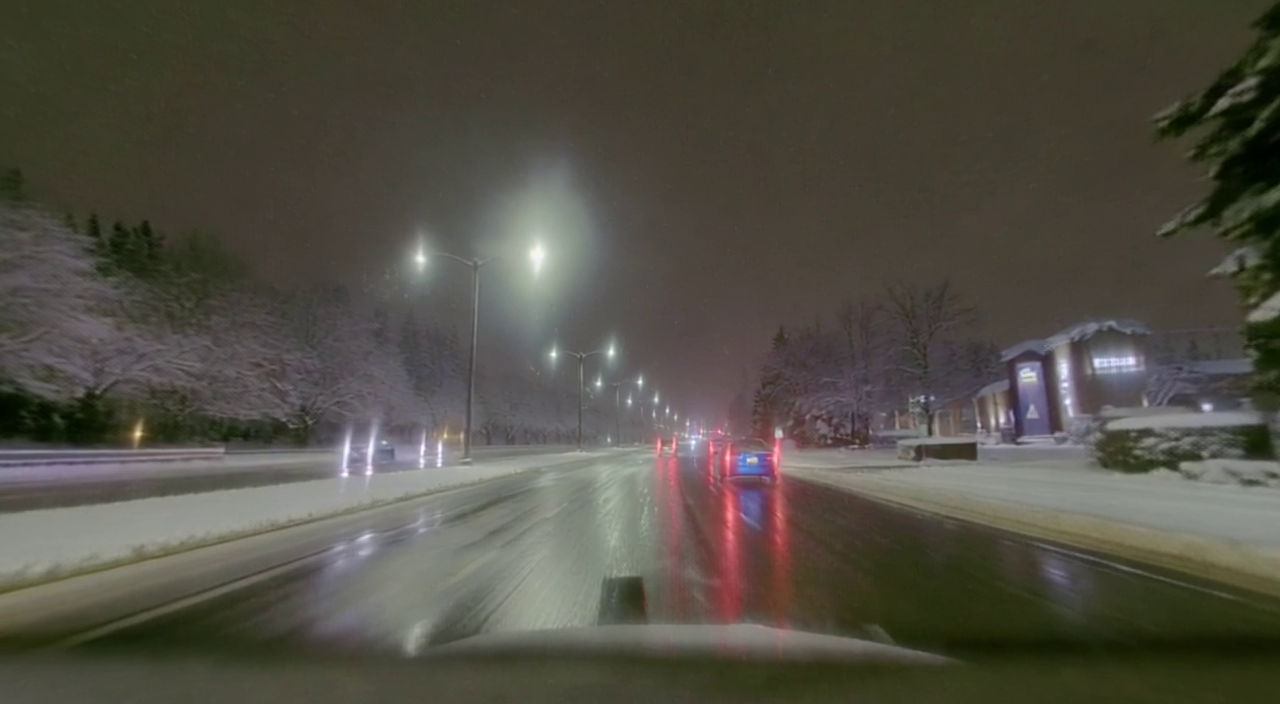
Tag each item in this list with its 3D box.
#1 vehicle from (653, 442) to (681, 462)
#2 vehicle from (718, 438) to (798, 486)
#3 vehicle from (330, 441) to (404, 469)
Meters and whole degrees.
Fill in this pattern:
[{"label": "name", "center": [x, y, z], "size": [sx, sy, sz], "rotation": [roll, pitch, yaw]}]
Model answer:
[{"label": "vehicle", "center": [2.166, 7.902, 49.835], "size": [2.059, 1.477, 3.988], "rotation": [-1, -8, 5]}, {"label": "vehicle", "center": [4.025, 3.816, 22.291], "size": [1.981, 1.499, 4.536], "rotation": [0, -8, 0]}, {"label": "vehicle", "center": [-15.471, 5.844, 36.022], "size": [2.055, 1.495, 4.772], "rotation": [0, -8, 0]}]
